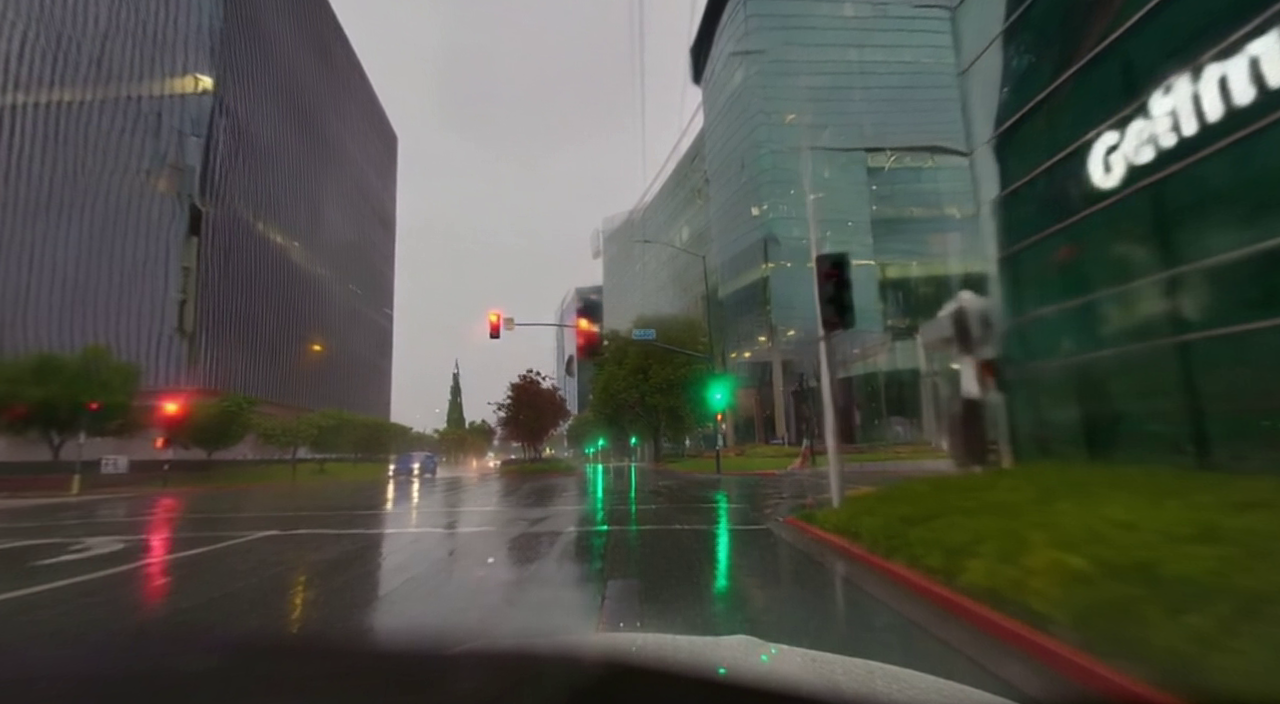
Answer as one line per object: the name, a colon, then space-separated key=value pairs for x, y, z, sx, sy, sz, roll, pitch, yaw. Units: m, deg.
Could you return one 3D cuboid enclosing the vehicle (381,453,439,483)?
vehicle: x=-12.866 y=6.486 z=35.551 sx=1.906 sy=1.502 sz=4.396 roll=1 pitch=-9 yaw=-5
